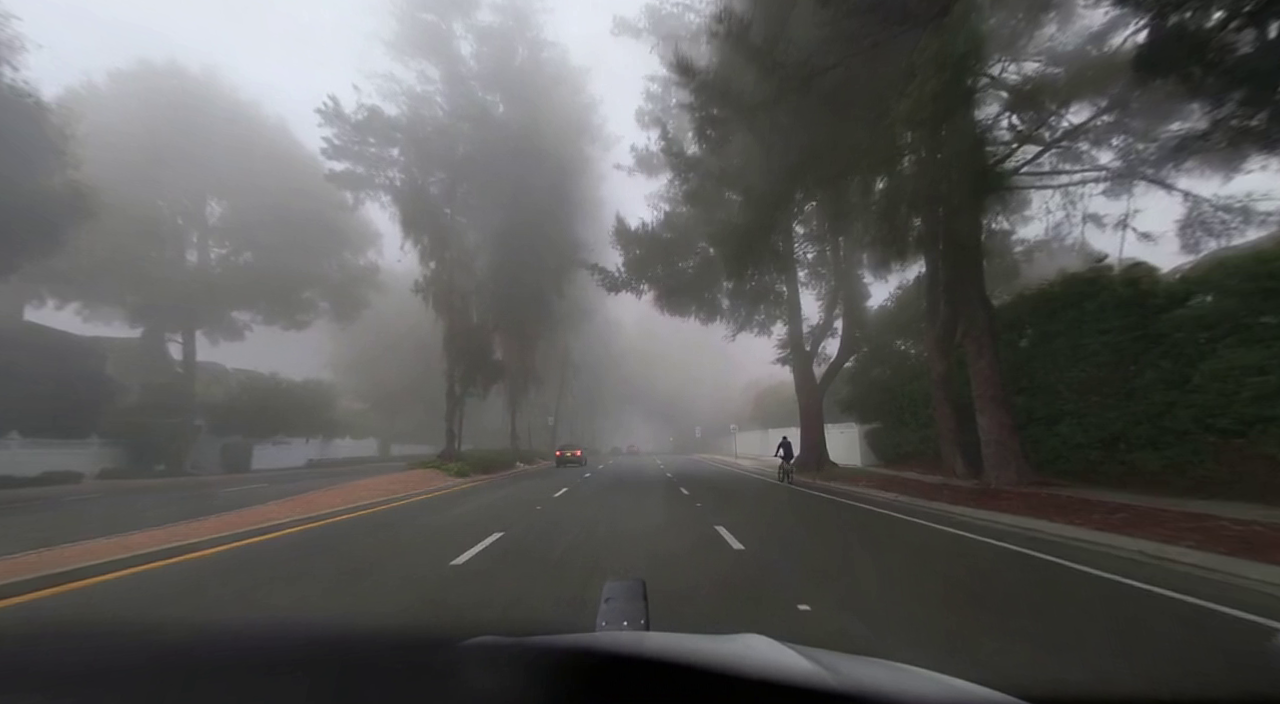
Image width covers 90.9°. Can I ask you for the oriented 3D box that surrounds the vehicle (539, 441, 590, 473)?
[{"bbox_3d":[-3.715,5.251,31.850,2.011,1.480,4.517,0,-9,0],"label":"vehicle"}]
